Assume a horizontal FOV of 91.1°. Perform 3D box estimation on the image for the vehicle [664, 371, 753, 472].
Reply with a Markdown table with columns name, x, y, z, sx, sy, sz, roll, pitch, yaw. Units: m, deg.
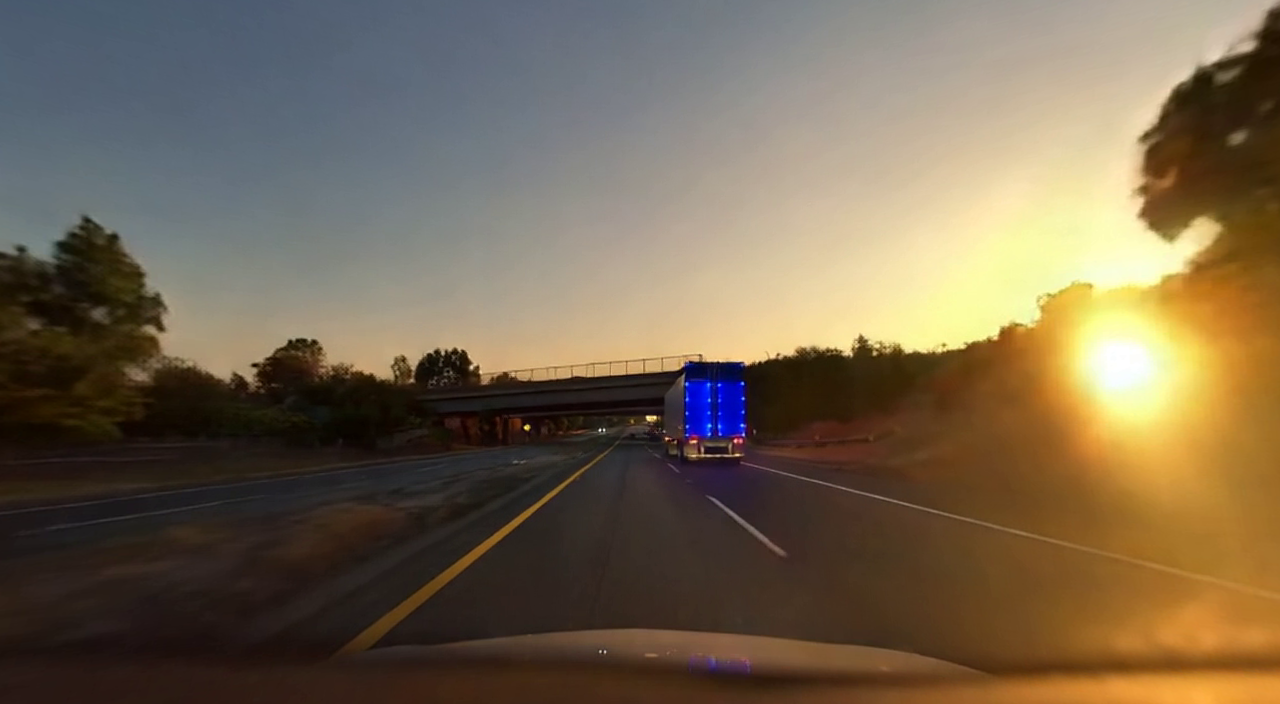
| name | x | y | z | sx | sy | sz | roll | pitch | yaw |
| --- | --- | --- | --- | --- | --- | --- | --- | --- | --- |
| vehicle | 2.814 | 3.233 | 28.614 | 2.949 | 3.877 | 8.528 | 0 | -8 | -1 |
